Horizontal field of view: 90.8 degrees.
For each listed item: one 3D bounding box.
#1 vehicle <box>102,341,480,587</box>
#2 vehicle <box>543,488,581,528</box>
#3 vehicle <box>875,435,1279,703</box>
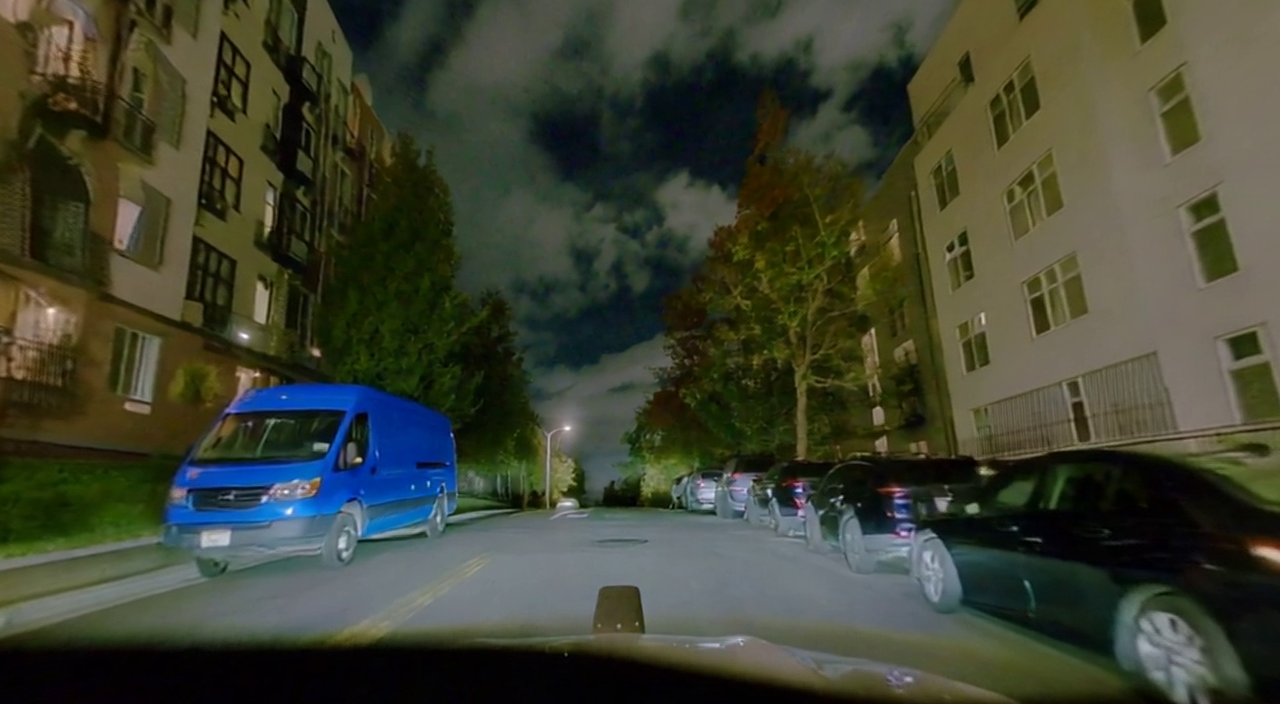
[{"bbox_3d":[-4.761,1.744,10.566,2.546,2.664,6.863,-2,-9,-1],"label":"vehicle"},{"bbox_3d":[-5.093,10.219,41.610,2.090,1.674,4.457,-4,-4,-3],"label":"vehicle"},{"bbox_3d":[3.270,1.302,4.057,1.827,1.436,4.322,0,-9,0],"label":"vehicle"}]
